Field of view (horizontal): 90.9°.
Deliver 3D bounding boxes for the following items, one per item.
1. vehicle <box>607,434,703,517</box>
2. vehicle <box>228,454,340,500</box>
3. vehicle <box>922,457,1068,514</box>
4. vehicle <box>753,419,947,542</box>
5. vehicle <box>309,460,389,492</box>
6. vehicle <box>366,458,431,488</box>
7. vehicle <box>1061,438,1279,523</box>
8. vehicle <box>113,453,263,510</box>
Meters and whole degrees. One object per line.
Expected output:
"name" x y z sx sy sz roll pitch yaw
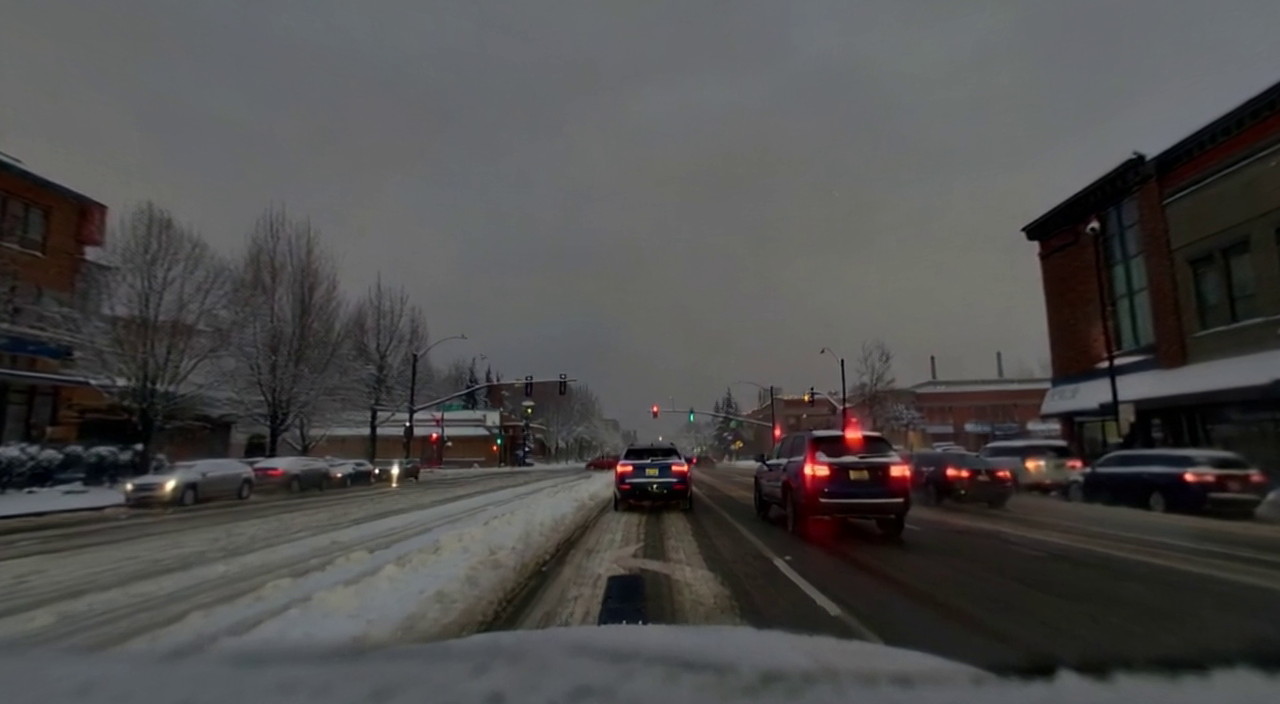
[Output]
"vehicle" 0.344 3.152 16.679 2.157 1.863 4.665 0 -9 0
"vehicle" -15.157 5.310 27.297 1.825 1.685 5.220 0 -9 -1
"vehicle" 10.514 3.944 19.160 1.863 1.426 4.494 0 -9 1
"vehicle" 3.782 2.422 12.605 2.115 1.932 5.189 0 -9 0
"vehicle" -15.035 6.426 32.936 1.792 1.429 5.161 0 -9 -1
"vehicle" -14.980 7.499 39.477 2.096 1.416 4.885 0 -6 1
"vehicle" 14.025 3.361 16.669 2.151 1.833 5.323 -1 -11 2
"vehicle" -15.253 4.347 21.667 1.698 1.466 4.713 0 -6 0
